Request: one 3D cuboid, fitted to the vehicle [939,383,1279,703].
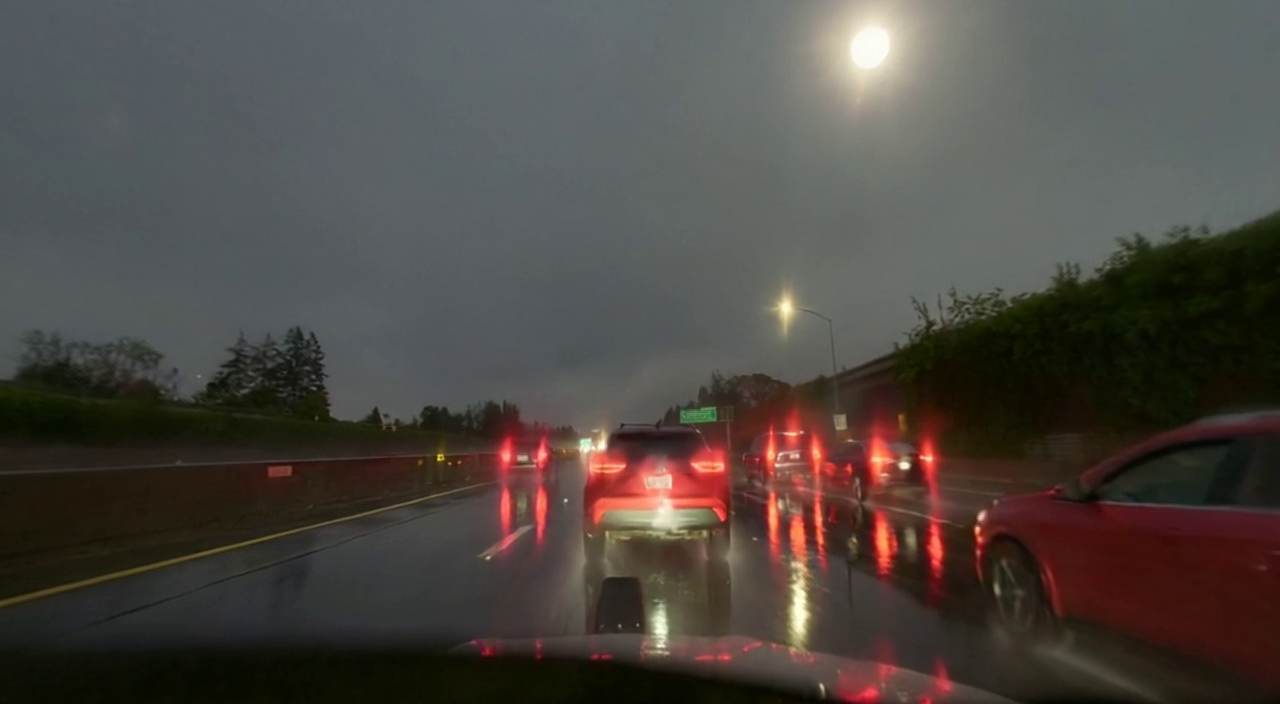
[{"bbox_3d":[3.324,0.928,2.516,2.028,1.534,4.691,0,-9,1],"label":"vehicle"}]

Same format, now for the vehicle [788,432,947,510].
[{"bbox_3d":[5.403,2.884,15.713,1.972,1.647,4.429,1,-9,-5],"label":"vehicle"}]

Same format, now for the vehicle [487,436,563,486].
[{"bbox_3d":[-4.383,4.223,24.715,2.047,1.755,4.638,0,-9,1],"label":"vehicle"}]

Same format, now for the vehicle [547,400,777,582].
[{"bbox_3d":[0.087,1.652,8.169,2.230,1.740,3.976,1,-9,-4],"label":"vehicle"}]
